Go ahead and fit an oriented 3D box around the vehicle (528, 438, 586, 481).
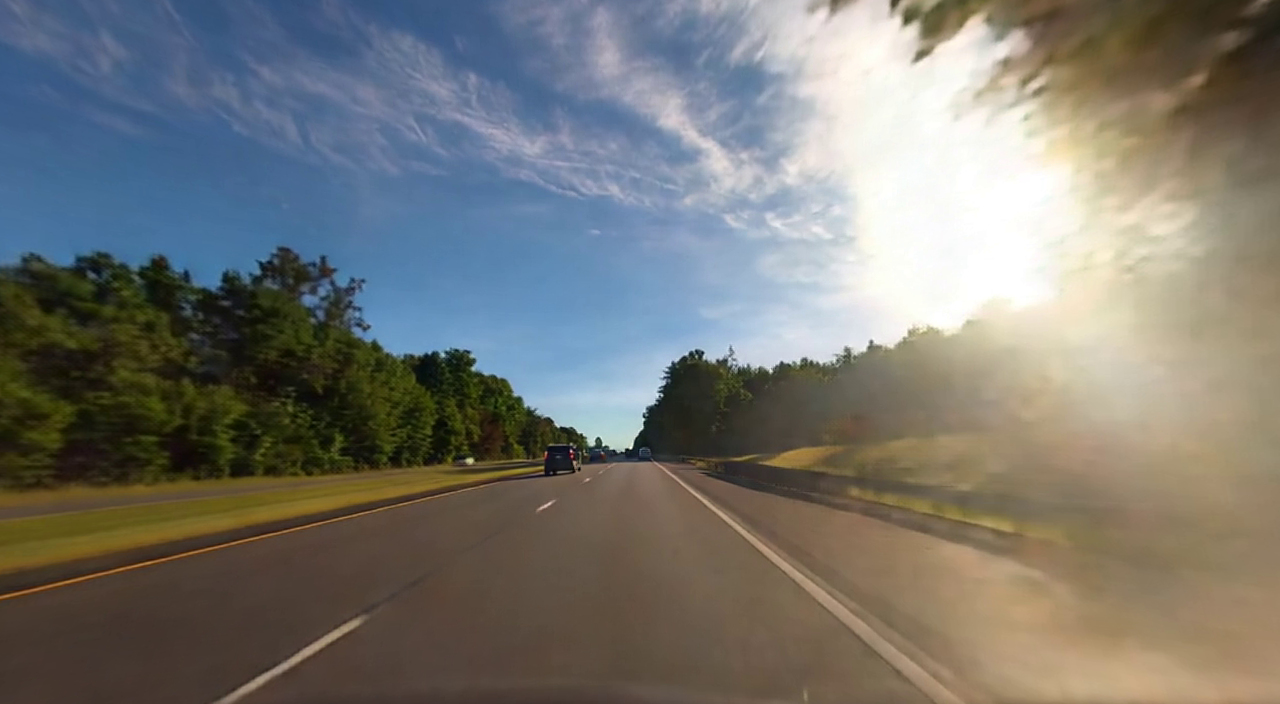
[{"bbox_3d":[-3.774,4.972,29.434,2.056,1.811,4.202,0,-9,1],"label":"vehicle"}]
